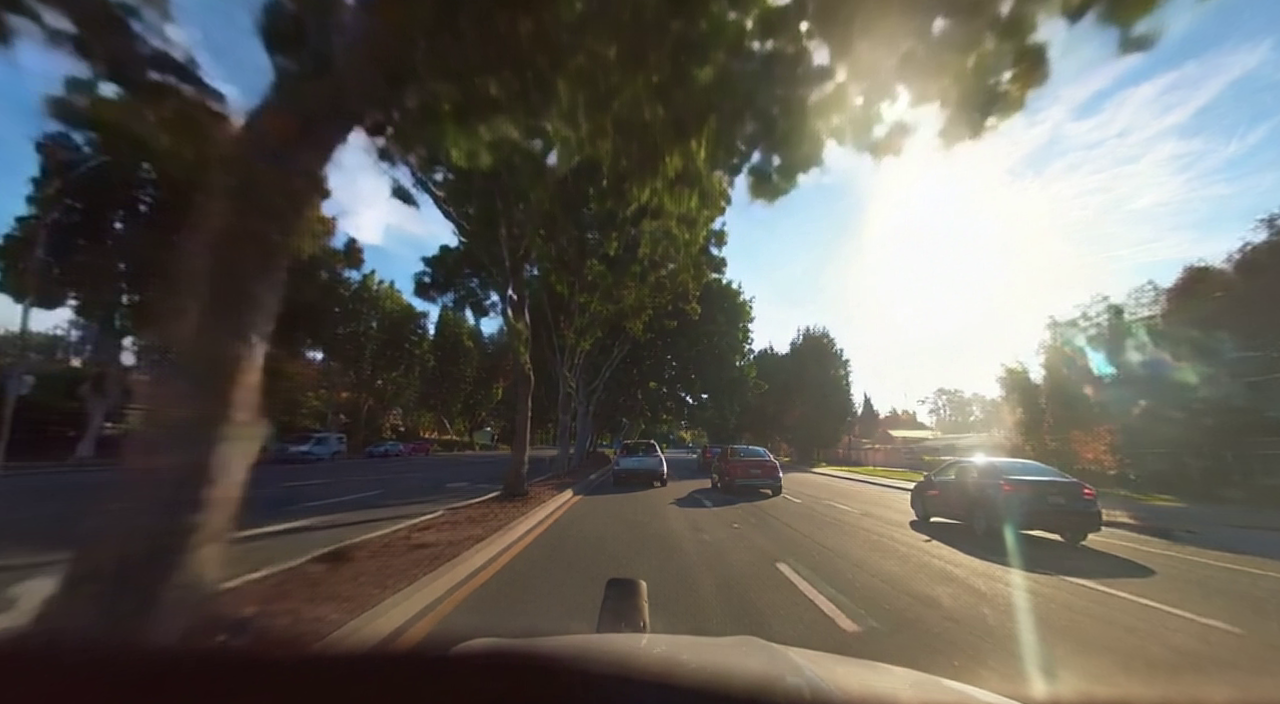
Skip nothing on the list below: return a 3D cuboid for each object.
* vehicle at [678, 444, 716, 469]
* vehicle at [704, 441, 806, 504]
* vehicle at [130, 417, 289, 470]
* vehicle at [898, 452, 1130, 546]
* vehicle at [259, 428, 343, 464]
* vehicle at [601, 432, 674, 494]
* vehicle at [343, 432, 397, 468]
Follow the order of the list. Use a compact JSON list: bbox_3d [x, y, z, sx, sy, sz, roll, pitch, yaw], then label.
[{"bbox_3d":[3.602,6.693,40.422,2.012,1.462,4.163,0,-8,-1],"label":"vehicle"},{"bbox_3d":[2.968,3.202,17.178,1.932,1.510,4.168,0,-8,-1],"label":"vehicle"},{"bbox_3d":[-18.748,4.077,27.955,2.226,2.019,6.809,0,-8,0],"label":"vehicle"},{"bbox_3d":[7.030,2.762,12.480,1.944,1.458,4.268,0,-8,-1],"label":"vehicle"},{"bbox_3d":[-18.567,5.190,34.646,1.915,1.824,4.760,0,-8,1],"label":"vehicle"},{"bbox_3d":[-0.056,3.370,19.413,2.008,1.674,4.239,0,-8,0],"label":"vehicle"},{"bbox_3d":[-13.218,4.808,30.905,2.161,1.642,4.587,3,-9,-21],"label":"vehicle"}]
